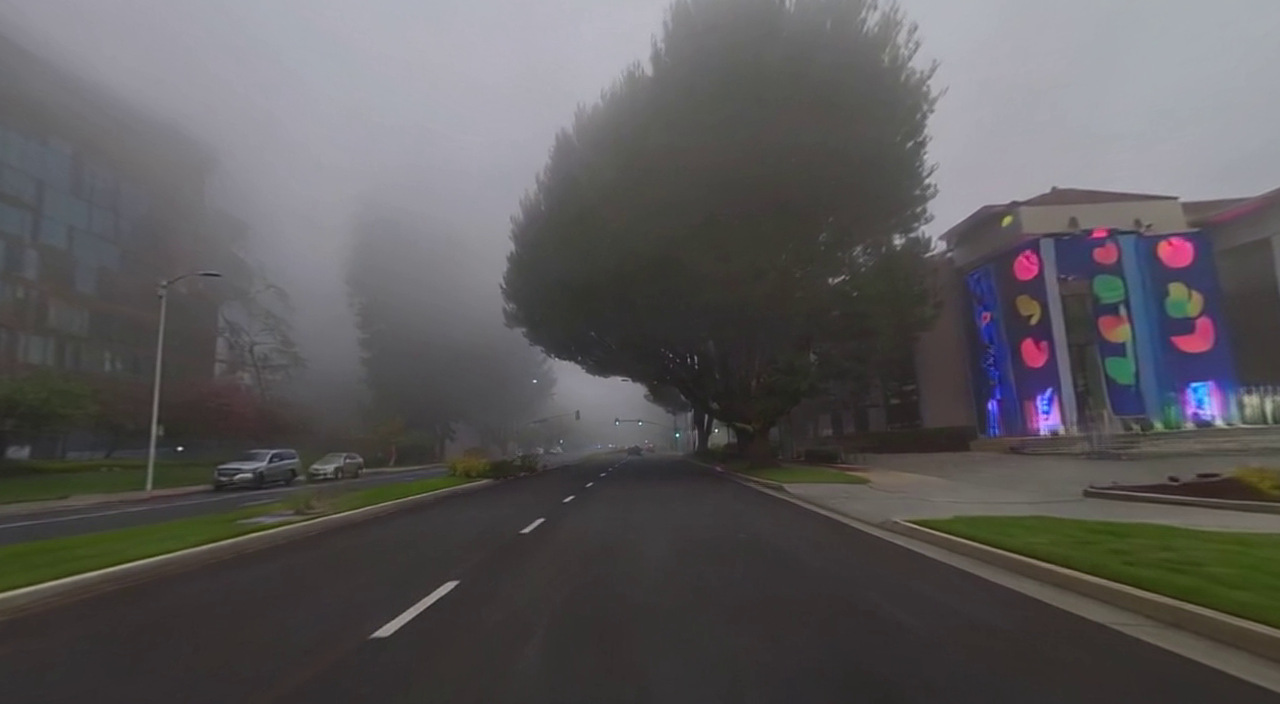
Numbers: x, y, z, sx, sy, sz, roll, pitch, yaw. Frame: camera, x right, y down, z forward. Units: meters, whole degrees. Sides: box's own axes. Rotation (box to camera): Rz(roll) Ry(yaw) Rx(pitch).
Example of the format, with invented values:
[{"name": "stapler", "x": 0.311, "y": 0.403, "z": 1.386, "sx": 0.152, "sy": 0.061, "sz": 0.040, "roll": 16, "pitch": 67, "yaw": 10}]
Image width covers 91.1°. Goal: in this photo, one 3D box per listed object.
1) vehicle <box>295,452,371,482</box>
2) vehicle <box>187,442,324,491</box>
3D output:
[{"name": "vehicle", "x": -17.581, "y": 6.586, "z": 36.199, "sx": 1.933, "sy": 1.521, "sz": 4.771, "roll": 0, "pitch": -9, "yaw": 0}, {"name": "vehicle", "x": -17.436, "y": 5.174, "z": 28.977, "sx": 2.617, "sy": 1.997, "sz": 5.830, "roll": 0, "pitch": -9, "yaw": 0}]
